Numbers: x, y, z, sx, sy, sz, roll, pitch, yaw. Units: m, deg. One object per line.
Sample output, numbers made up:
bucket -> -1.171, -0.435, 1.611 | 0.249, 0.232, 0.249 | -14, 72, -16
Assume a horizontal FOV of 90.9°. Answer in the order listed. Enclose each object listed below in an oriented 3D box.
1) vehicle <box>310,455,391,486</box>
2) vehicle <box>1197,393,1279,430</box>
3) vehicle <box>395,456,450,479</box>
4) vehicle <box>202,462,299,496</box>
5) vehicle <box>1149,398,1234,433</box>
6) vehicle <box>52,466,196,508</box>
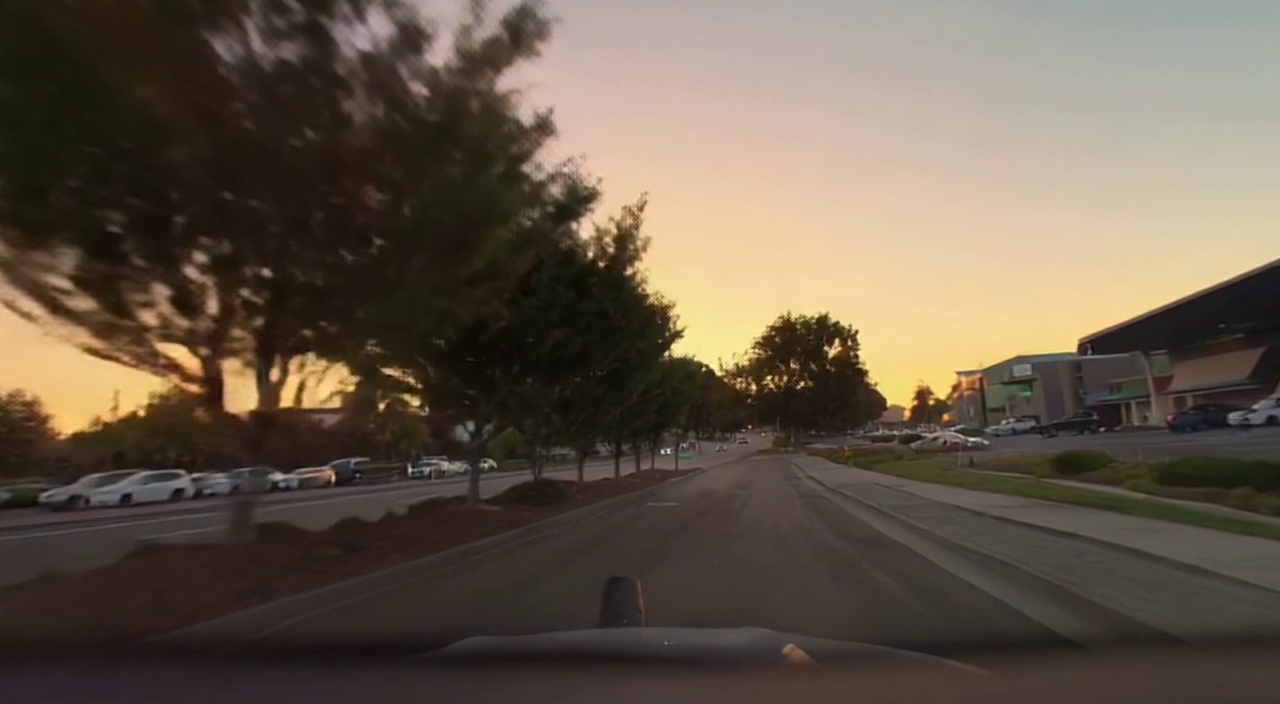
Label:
vehicle -> -18.517, 7.623, 40.598 | 1.967, 1.683, 5.223 | -8, -12, 12
vehicle -> 28.950, 2.845, 30.125 | 3.327, 1.369, 1.514 | -4, -10, -11
vehicle -> -16.726, 8.911, 48.700 | 1.918, 1.503, 4.632 | -7, -11, 11
vehicle -> -20.273, 6.623, 33.045 | 1.851, 1.450, 4.396 | -8, -11, 10
vehicle -> 29.301, 3.392, 33.511 | 3.335, 1.398, 1.535 | -4, -10, -14
vehicle -> -21.541, 5.597, 26.557 | 1.832, 1.473, 4.377 | -2, -9, 13
